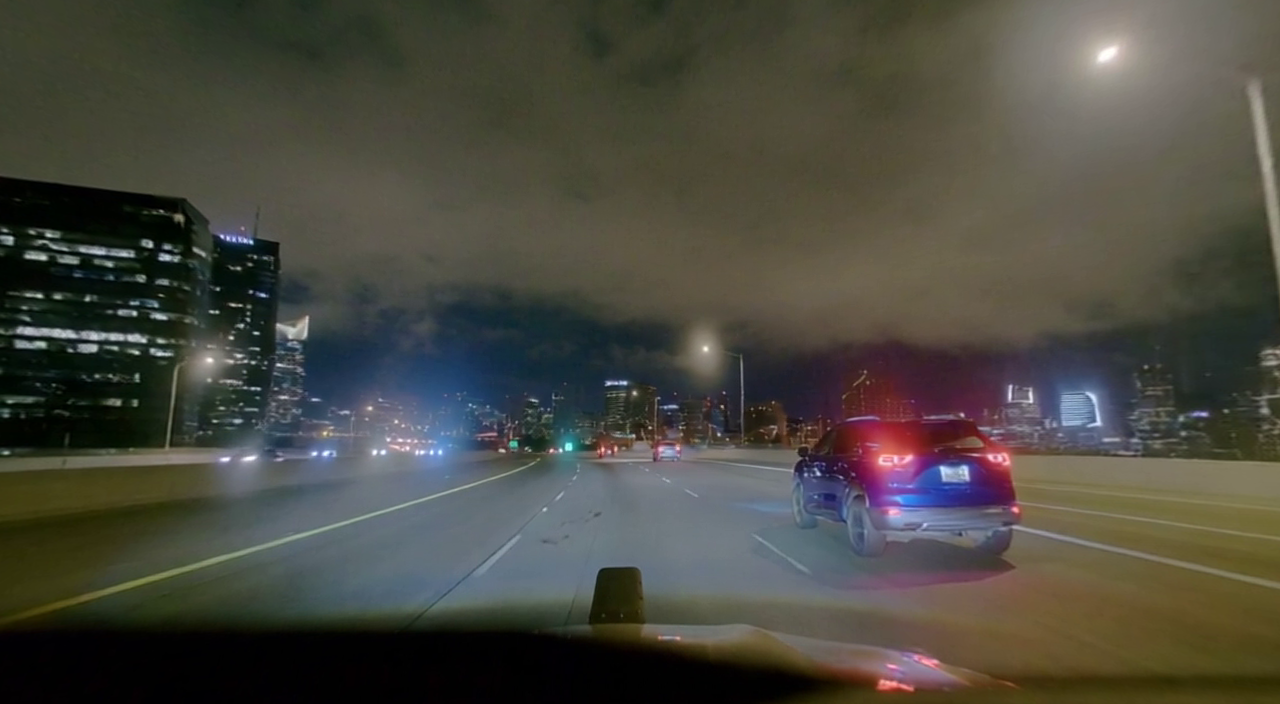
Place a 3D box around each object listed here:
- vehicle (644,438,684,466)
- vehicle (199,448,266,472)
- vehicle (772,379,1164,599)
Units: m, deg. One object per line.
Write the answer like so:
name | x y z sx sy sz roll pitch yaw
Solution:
vehicle | 1.608 6.861 43.586 2.110 1.780 4.682 0 -8 -6
vehicle | -27.130 7.178 42.232 1.829 1.471 4.476 0 -8 -5
vehicle | 3.231 1.457 7.577 2.182 1.826 4.392 0 -8 -2
